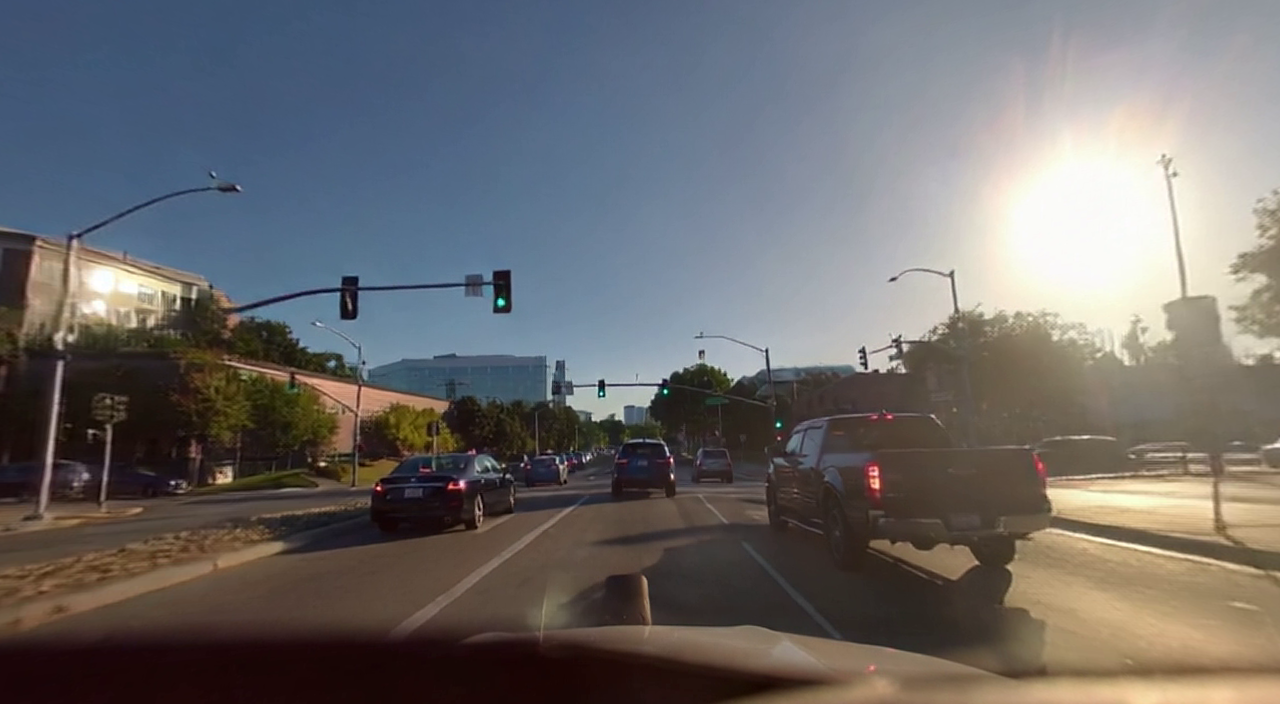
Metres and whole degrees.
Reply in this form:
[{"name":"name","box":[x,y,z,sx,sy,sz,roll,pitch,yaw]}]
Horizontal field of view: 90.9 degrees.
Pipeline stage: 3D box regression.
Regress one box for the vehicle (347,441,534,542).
[{"name":"vehicle","box":[-3.376,2.420,11.825,1.909,1.476,4.751,0,-8,1]}]

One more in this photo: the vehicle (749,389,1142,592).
[{"name":"vehicle","box":[3.309,1.680,8.777,2.571,1.857,5.841,0,-8,0]}]

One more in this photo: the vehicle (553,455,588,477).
[{"name":"vehicle","box":[-5.056,8.306,46.002,1.882,1.342,3.755,-4,-8,3]}]

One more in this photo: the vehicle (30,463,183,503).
[{"name":"vehicle","box":[-24.232,5.965,28.796,5.100,1.533,2.032,-1,-8,0]}]

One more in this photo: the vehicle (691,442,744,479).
[{"name":"vehicle","box":[4.324,6.160,36.190,2.408,1.908,5.355,0,-8,1]}]

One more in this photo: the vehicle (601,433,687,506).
[{"name":"vehicle","box":[0.128,3.150,17.430,2.113,1.768,3.901,0,-8,1]}]

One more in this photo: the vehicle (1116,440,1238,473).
[{"name":"vehicle","box":[24.939,4.844,29.361,4.180,1.376,1.583,1,-8,0]}]
